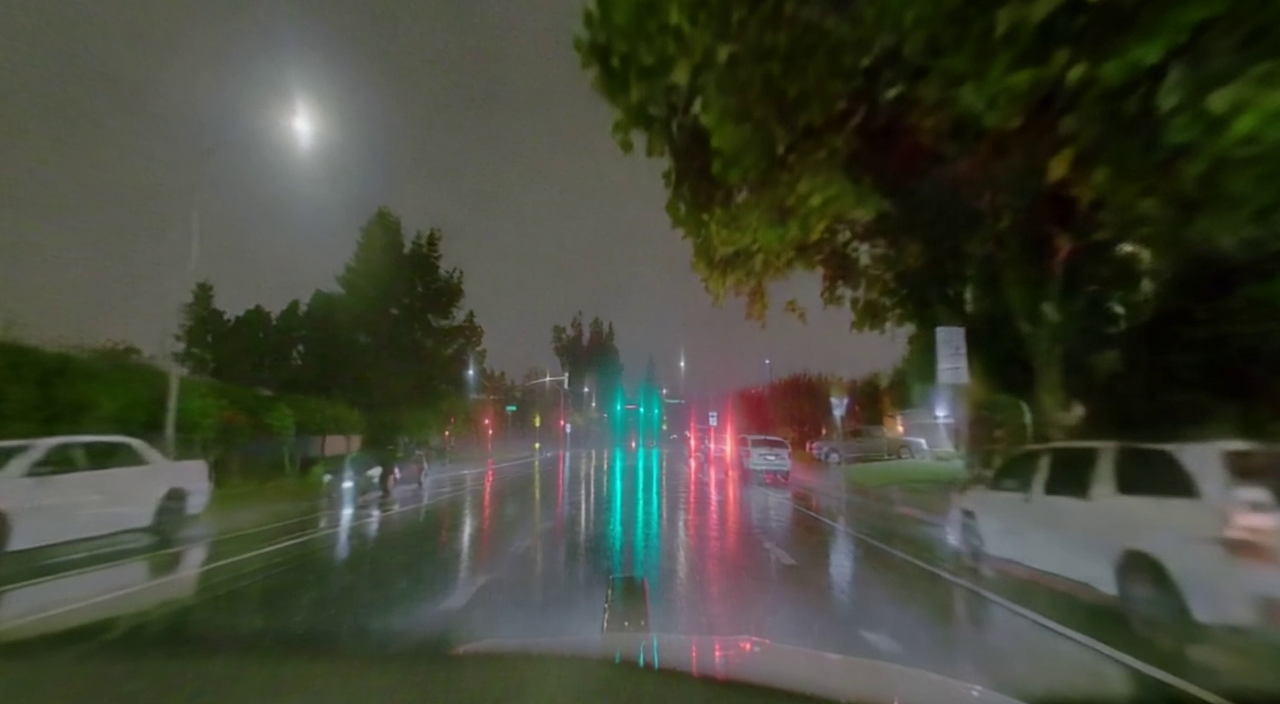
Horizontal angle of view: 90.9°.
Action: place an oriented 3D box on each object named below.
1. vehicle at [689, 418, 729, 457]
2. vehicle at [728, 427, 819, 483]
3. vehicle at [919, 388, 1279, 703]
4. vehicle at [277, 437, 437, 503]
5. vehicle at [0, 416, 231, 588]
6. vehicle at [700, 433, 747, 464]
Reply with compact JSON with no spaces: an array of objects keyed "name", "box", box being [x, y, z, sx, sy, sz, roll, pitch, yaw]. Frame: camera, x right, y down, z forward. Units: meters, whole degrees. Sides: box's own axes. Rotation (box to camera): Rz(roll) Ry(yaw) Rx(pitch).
[{"name":"vehicle","box":[5.200,6.586,48.416,2.398,2.806,4.857,0,-8,-1]},{"name":"vehicle","box":[4.749,3.756,23.332,2.279,1.829,4.859,0,-8,0]},{"name":"vehicle","box":[4.413,1.296,5.007,2.118,1.701,5.067,0,-8,1]},{"name":"vehicle","box":[-7.157,3.012,16.571,2.041,1.489,4.439,-1,-8,2]},{"name":"vehicle","box":[-7.412,1.688,7.537,1.985,1.714,4.395,0,-8,1]},{"name":"vehicle","box":[4.913,5.784,37.797,2.202,1.712,4.813,0,-8,1]}]
